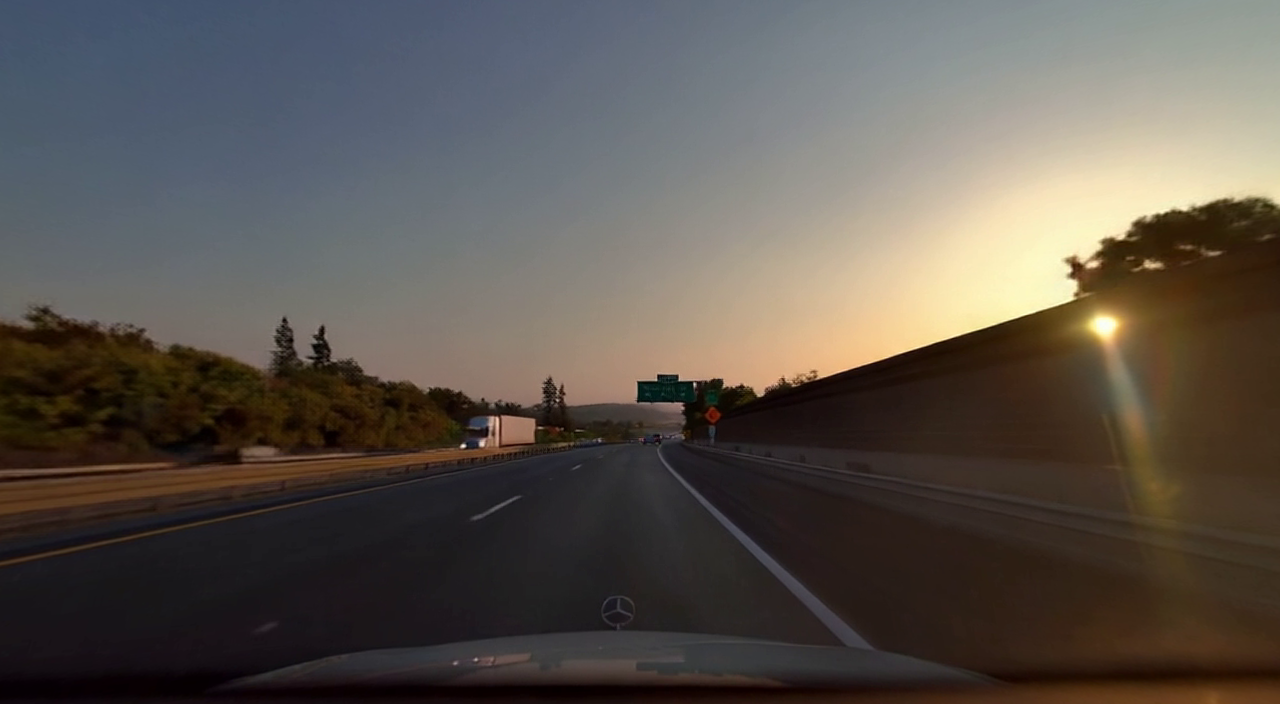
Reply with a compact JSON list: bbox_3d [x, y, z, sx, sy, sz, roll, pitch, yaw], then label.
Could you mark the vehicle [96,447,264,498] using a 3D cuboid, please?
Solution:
[{"bbox_3d":[-15.131,3.946,21.156,2.001,1.466,4.916,0,-8,-1],"label":"vehicle"}]
